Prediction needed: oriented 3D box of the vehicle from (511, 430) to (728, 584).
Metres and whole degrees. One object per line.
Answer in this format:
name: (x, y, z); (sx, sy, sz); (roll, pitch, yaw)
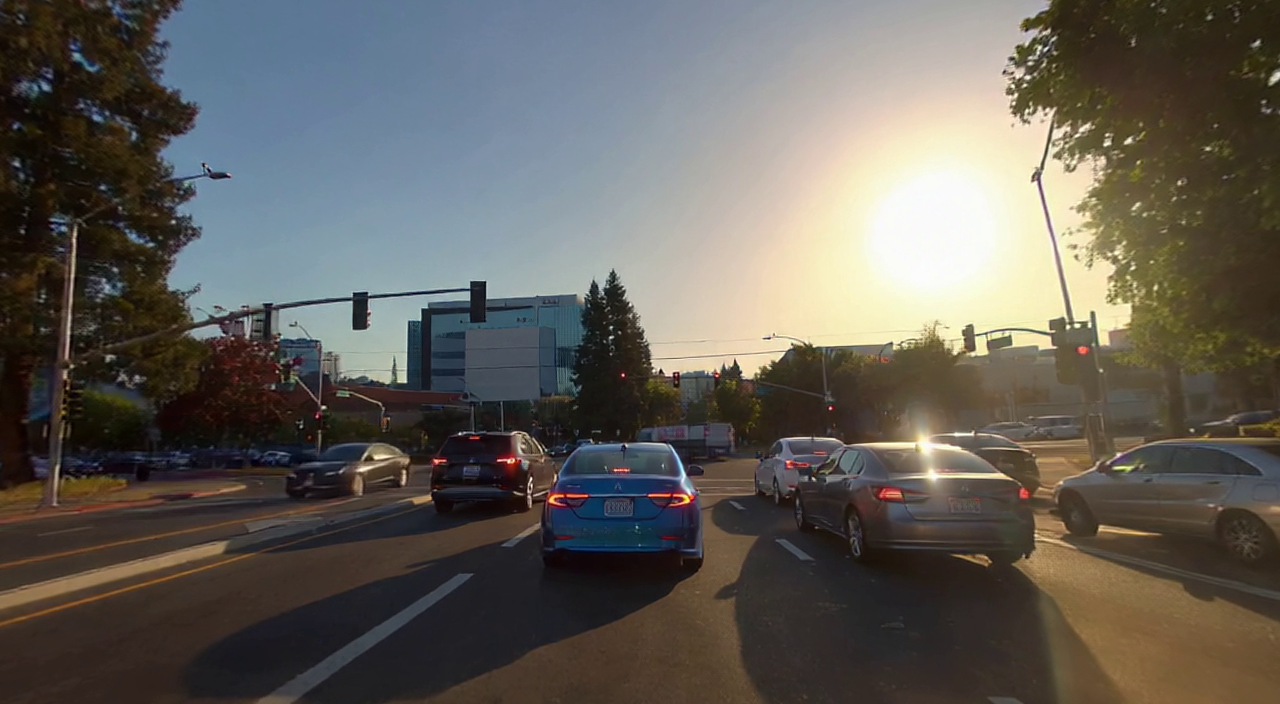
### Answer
vehicle: (-0.177, 1.802, 8.157); (2.098, 1.477, 3.897); (0, -8, 1)

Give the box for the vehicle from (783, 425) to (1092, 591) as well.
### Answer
vehicle: (3.237, 1.757, 8.001); (2.020, 1.513, 4.120); (0, -8, 2)

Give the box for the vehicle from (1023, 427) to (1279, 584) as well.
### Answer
vehicle: (7.198, 1.737, 7.820); (2.004, 1.508, 4.646); (0, -8, 0)

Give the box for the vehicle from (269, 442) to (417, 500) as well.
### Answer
vehicle: (-8.505, 3.423, 18.678); (1.966, 1.469, 4.714); (0, -9, 2)

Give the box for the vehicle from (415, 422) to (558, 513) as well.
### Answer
vehicle: (-3.437, 2.709, 15.387); (2.160, 1.823, 5.115); (0, -8, 1)

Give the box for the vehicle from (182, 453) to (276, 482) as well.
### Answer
vehicle: (-24.720, 6.972, 38.117); (4.238, 1.671, 1.898); (2, -9, -10)

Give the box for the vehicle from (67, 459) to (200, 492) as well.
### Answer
vehicle: (-25.269, 6.144, 31.738); (4.679, 1.488, 2.052); (2, -9, -13)
